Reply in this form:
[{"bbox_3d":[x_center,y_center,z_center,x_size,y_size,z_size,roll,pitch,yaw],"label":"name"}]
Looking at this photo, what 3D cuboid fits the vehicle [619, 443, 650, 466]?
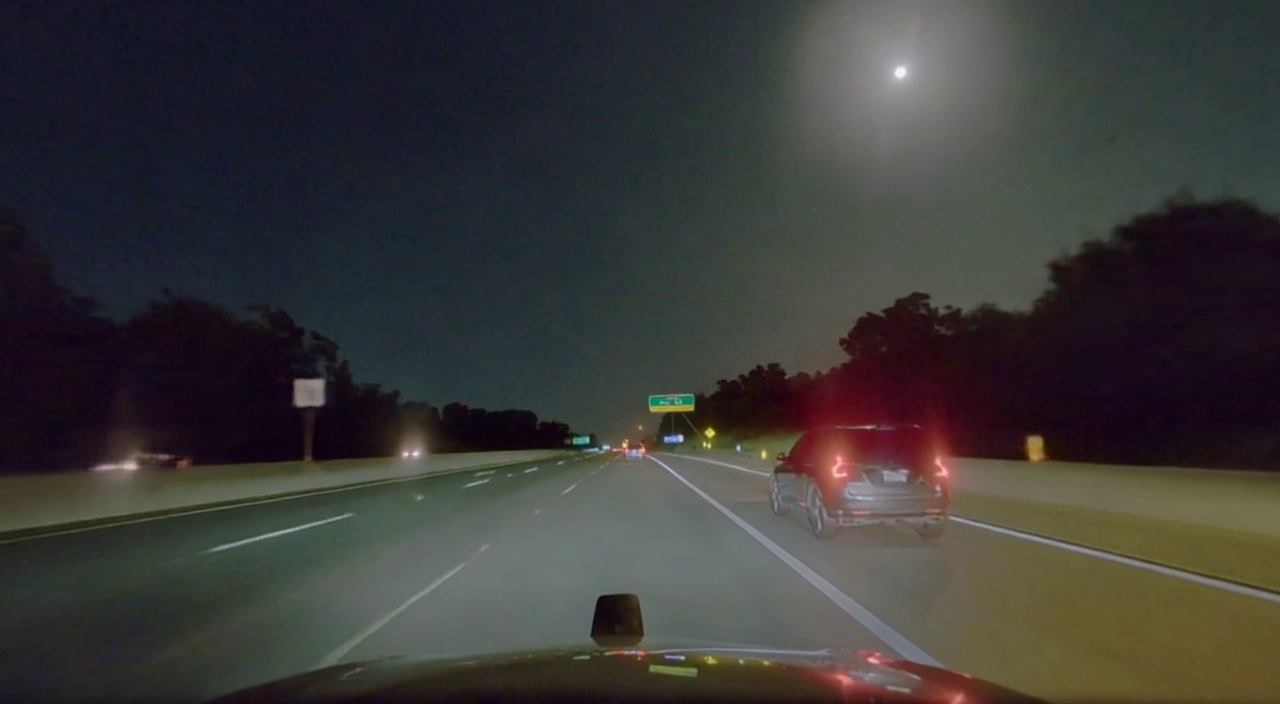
[{"bbox_3d":[-0.419,7.140,44.198,2.080,1.468,3.884,0,-9,-1],"label":"vehicle"}]
